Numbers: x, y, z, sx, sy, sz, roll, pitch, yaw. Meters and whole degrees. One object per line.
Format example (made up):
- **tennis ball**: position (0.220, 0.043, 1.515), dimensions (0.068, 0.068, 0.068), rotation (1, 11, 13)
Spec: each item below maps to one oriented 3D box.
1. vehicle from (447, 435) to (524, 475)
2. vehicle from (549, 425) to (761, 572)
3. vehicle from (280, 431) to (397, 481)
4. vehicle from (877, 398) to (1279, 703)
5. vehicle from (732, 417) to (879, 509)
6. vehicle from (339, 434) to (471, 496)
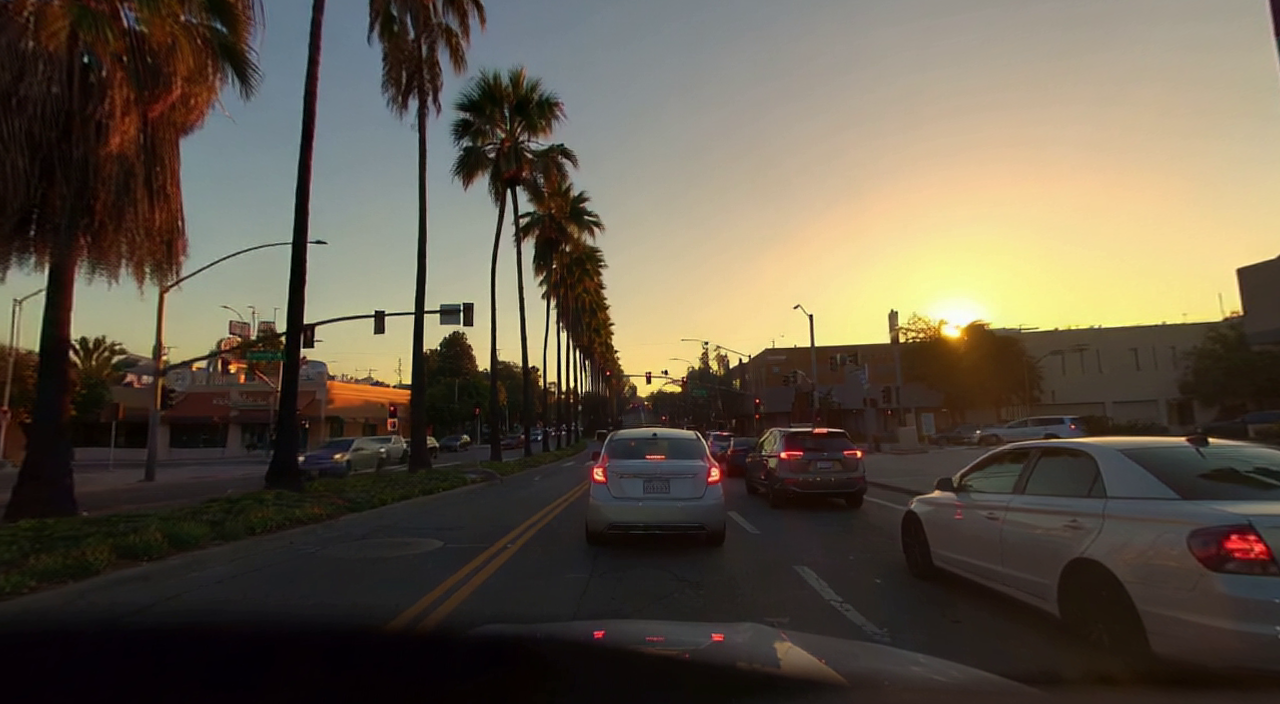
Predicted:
- **vehicle**: position (-6.043, 4.097, 25.220), dimensions (1.822, 1.456, 4.396), rotation (-1, -8, 2)
- **vehicle**: position (0.166, 1.788, 8.457), dimensions (2.140, 1.474, 4.026), rotation (0, -8, 0)
- **vehicle**: position (-11.118, 3.858, 23.700), dimensions (2.034, 1.680, 4.543), rotation (0, -8, 2)
- **vehicle**: position (3.527, 1.224, 4.473), dimensions (1.910, 1.490, 4.661), rotation (0, -8, 1)
- **vehicle**: position (3.489, 2.445, 14.300), dimensions (2.169, 1.751, 4.276), rotation (0, -8, 0)
- **vehicle**: position (-6.256, 3.050, 17.379), dimensions (1.900, 1.487, 4.165), rotation (0, -8, 2)
